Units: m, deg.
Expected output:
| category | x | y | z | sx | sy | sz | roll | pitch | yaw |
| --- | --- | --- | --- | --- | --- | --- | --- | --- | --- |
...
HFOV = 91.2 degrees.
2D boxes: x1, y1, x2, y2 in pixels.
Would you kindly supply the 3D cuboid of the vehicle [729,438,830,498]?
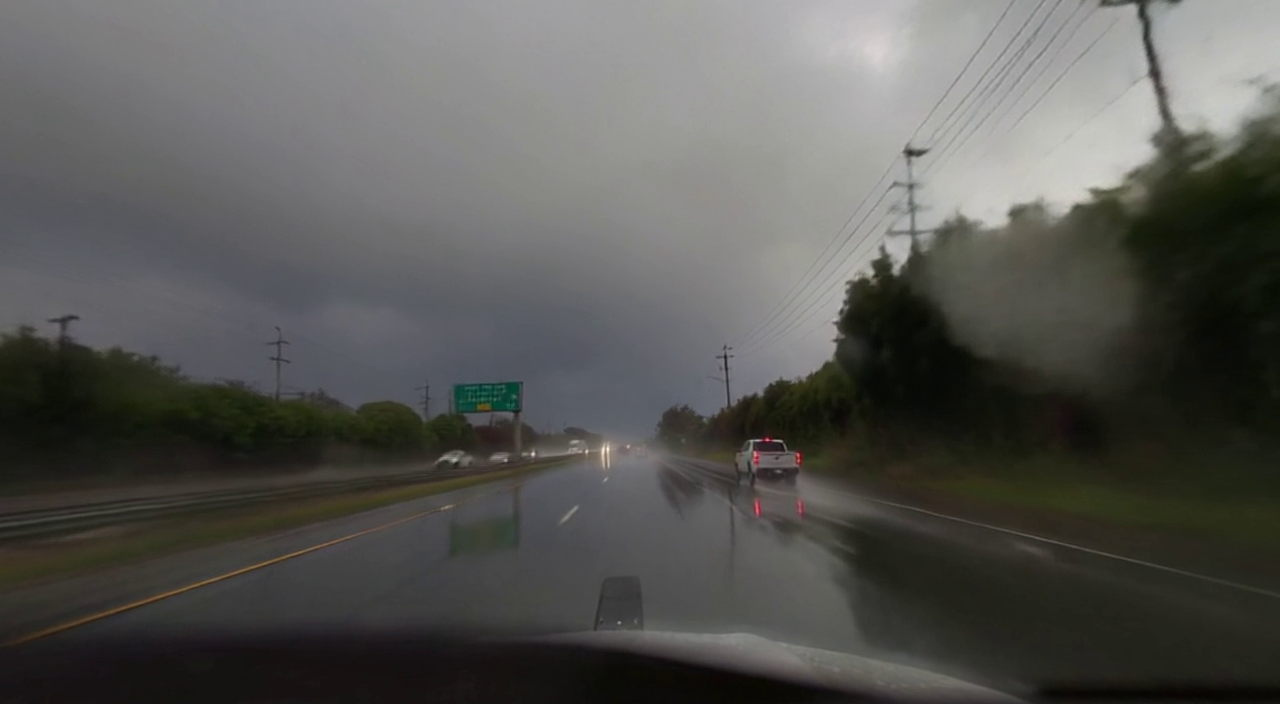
| category | x | y | z | sx | sy | sz | roll | pitch | yaw |
| --- | --- | --- | --- | --- | --- | --- | --- | --- | --- |
| vehicle | 4.036 | 3.431 | 18.902 | 2.054 | 1.565 | 4.089 | 0 | -9 | -1 |
